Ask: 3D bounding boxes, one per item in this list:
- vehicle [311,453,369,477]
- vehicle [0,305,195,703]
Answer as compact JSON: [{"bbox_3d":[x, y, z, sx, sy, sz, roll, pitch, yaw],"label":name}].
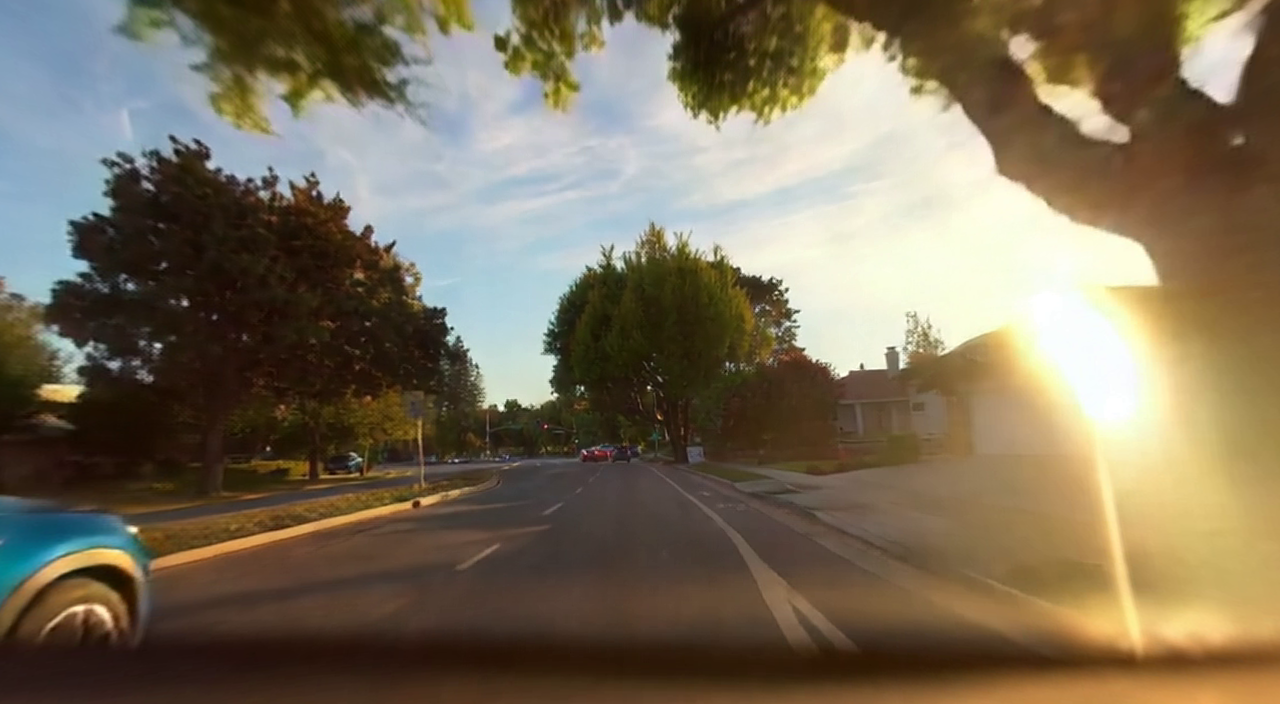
[{"bbox_3d":[-23.472,8.822,49.561,1.920,1.614,4.479,-7,-10,8],"label":"vehicle"},{"bbox_3d":[-3.880,0.545,0.958,2.276,1.960,5.561,0,-8,1],"label":"vehicle"}]
